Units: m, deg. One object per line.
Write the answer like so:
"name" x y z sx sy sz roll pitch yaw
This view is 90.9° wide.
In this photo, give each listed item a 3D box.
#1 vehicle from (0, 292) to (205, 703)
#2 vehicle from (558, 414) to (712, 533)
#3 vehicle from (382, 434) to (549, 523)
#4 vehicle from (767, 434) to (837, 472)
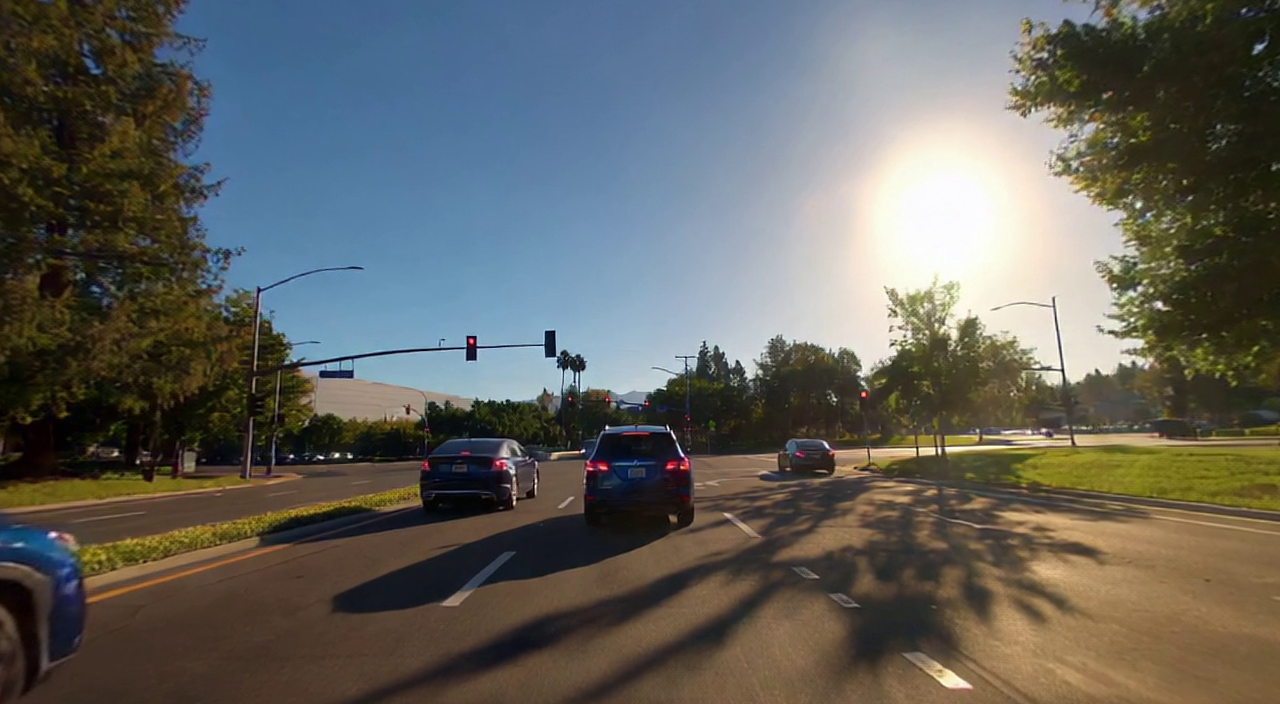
"vehicle" -3.583 0.487 0.808 2.320 1.863 5.148 0 -8 1
"vehicle" -0.069 2.129 11.586 2.298 1.770 4.138 0 -8 0
"vehicle" -3.372 2.554 13.445 2.061 1.504 5.142 0 -8 0
"vehicle" 8.017 5.060 31.751 2.166 1.761 4.692 0 -8 -2
